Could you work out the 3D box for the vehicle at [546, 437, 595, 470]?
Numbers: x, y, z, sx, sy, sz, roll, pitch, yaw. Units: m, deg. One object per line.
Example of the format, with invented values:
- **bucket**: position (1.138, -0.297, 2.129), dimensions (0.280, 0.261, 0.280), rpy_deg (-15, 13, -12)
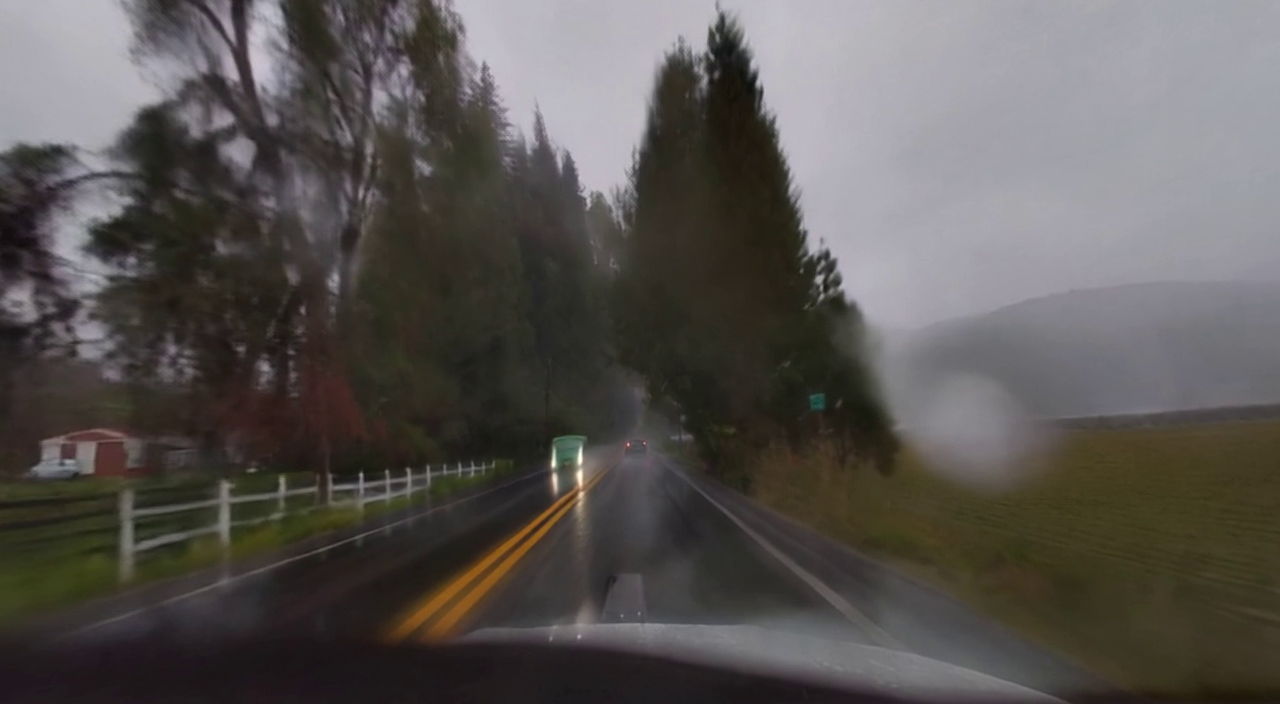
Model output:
- **vehicle**: position (-3.791, 5.685, 35.484), dimensions (2.217, 1.704, 4.418), rpy_deg (0, -9, 1)
